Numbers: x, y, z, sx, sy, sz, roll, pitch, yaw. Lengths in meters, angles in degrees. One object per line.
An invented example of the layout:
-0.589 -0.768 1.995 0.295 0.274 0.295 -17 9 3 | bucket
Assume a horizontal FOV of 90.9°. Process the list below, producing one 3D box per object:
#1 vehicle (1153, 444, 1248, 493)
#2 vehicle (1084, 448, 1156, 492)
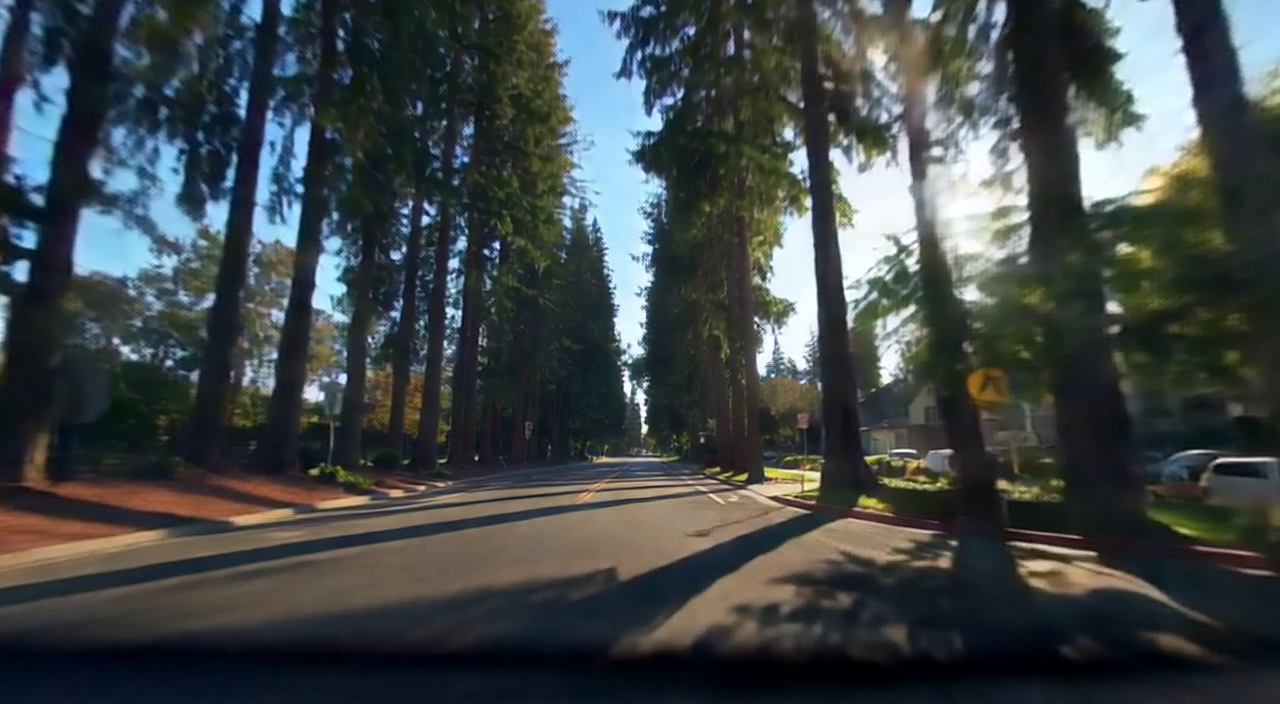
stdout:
22.621 4.651 25.619 1.884 1.773 3.887 -5 -9 28 | vehicle
20.089 4.890 26.548 1.958 1.644 4.527 -5 -10 32 | vehicle
